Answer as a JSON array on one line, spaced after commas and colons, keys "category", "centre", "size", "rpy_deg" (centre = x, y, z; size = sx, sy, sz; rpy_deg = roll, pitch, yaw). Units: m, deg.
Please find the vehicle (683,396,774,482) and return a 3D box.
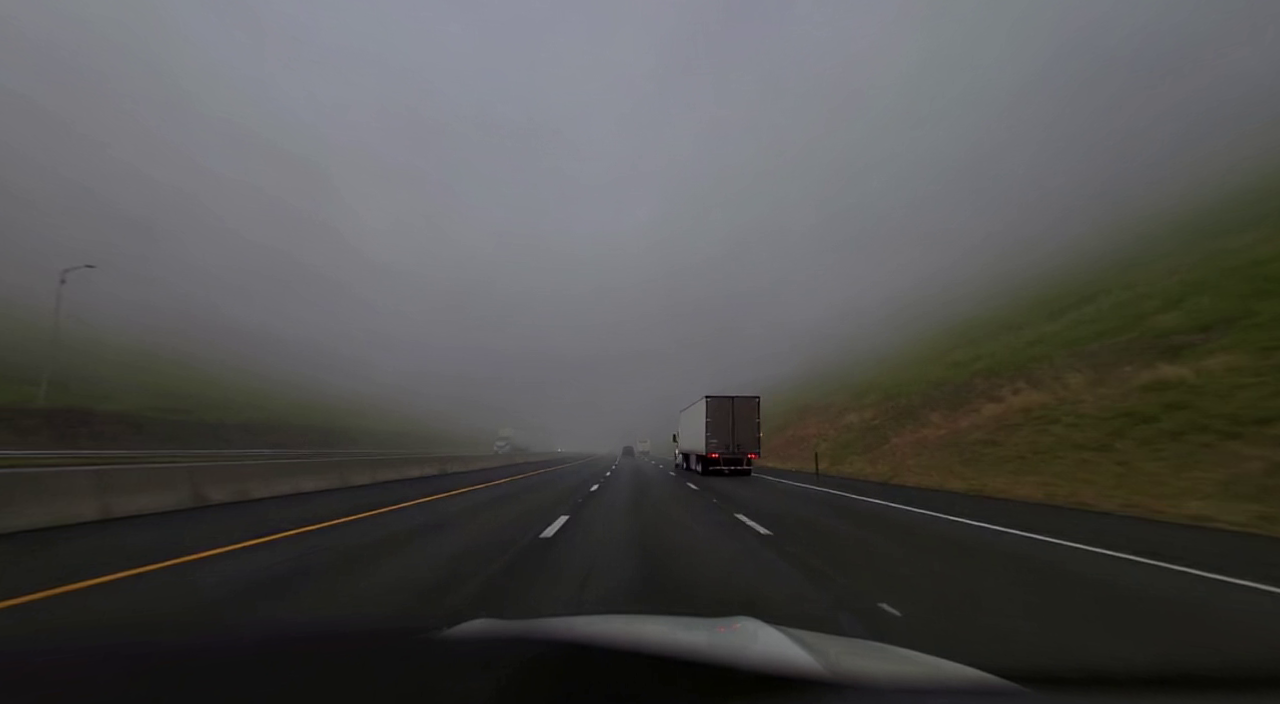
[{"category": "vehicle", "centre": [4.137, 4.586, 32.559], "size": [2.876, 3.586, 11.726], "rpy_deg": [0, -9, 0]}]
